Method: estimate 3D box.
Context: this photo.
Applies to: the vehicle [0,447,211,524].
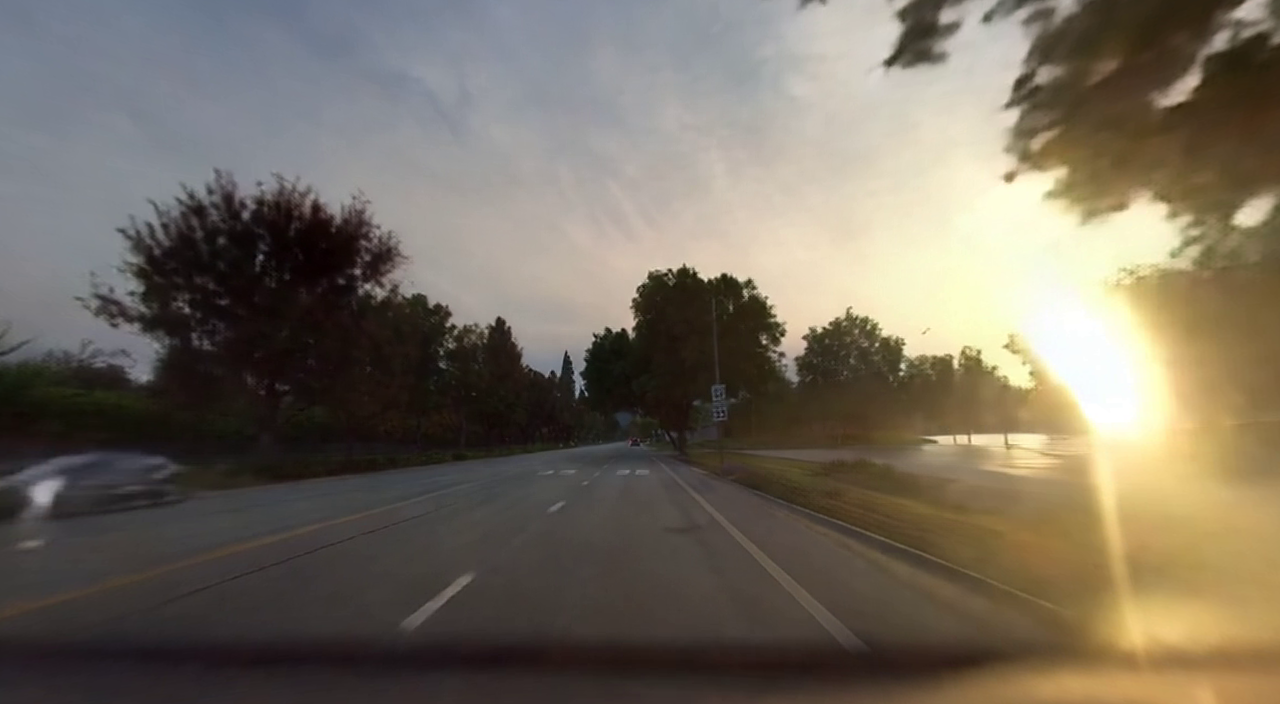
[{"bbox_3d":[-13.118,3.123,15.440,2.078,1.573,4.533,0,-8,0],"label":"vehicle"}]
